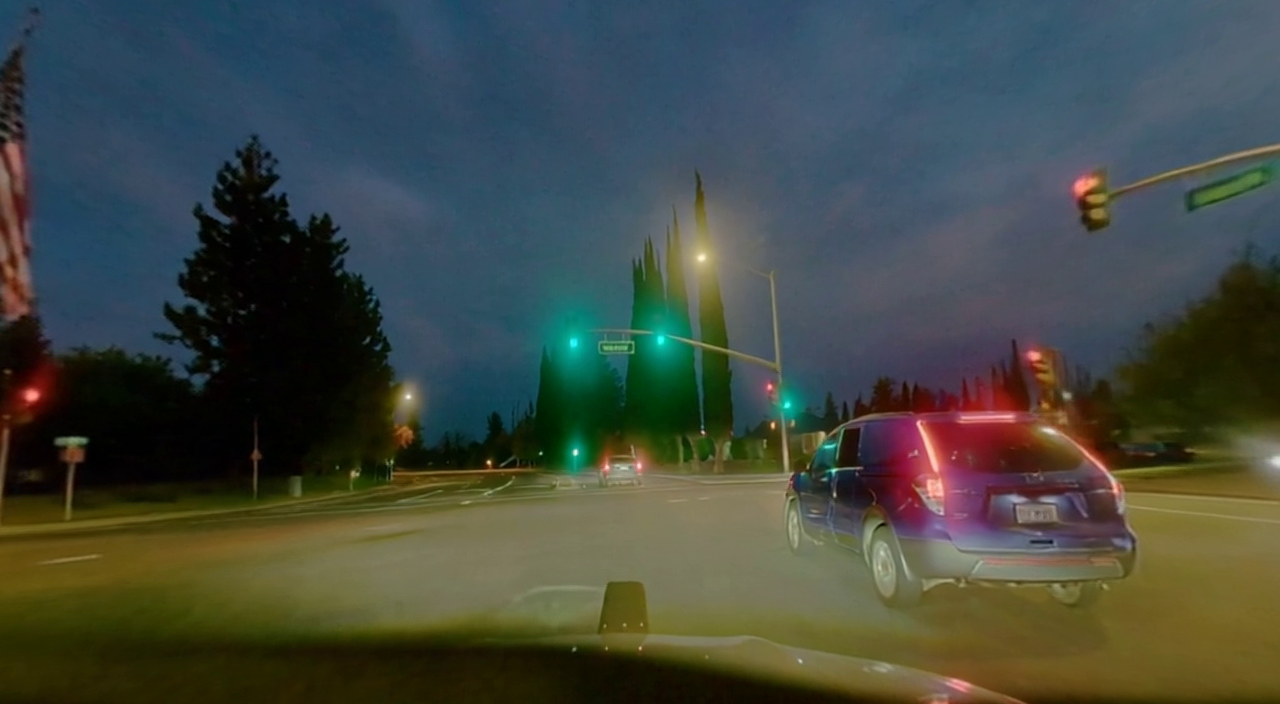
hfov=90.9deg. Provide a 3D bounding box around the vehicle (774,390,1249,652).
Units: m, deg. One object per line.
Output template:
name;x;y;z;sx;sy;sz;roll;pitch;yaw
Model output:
vehicle;2.908;1.431;6.456;2.024;1.686;4.588;0;-8;0

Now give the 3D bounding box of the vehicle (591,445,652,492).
vehicle;-0.912;4.944;27.183;2.185;1.822;4.583;1;-8;-7
